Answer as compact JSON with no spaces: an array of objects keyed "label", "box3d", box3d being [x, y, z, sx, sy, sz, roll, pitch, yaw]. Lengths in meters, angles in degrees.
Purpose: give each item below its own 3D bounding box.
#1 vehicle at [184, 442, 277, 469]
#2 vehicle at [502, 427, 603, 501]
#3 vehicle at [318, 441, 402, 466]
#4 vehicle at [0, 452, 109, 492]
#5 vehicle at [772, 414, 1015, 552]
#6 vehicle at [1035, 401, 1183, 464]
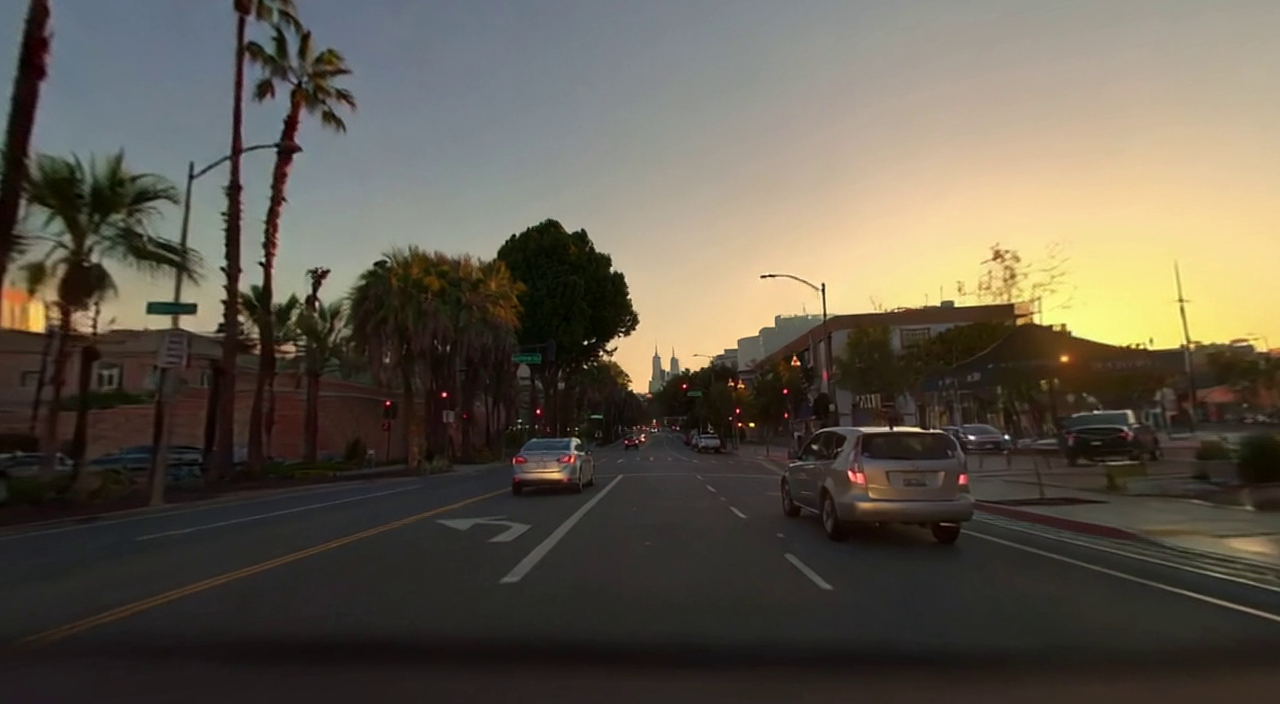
[{"label":"vehicle","box3d":[-27.425,6.930,42.425,4.683,1.748,2.076,0,-8,-3]},{"label":"vehicle","box3d":[-2.158,2.904,16.861,2.063,1.664,4.471,0,-8,0]},{"label":"vehicle","box3d":[-19.266,7.007,43.648,4.834,1.589,1.907,0,-8,-6]},{"label":"vehicle","box3d":[-25.126,4.882,25.868,1.800,1.462,4.752,-4,-9,21]},{"label":"vehicle","box3d":[3.563,1.917,9.953,1.983,1.654,4.354,0,-8,0]},{"label":"vehicle","box3d":[16.734,2.884,22.466,5.652,1.992,2.202,5,-10,-32]}]
